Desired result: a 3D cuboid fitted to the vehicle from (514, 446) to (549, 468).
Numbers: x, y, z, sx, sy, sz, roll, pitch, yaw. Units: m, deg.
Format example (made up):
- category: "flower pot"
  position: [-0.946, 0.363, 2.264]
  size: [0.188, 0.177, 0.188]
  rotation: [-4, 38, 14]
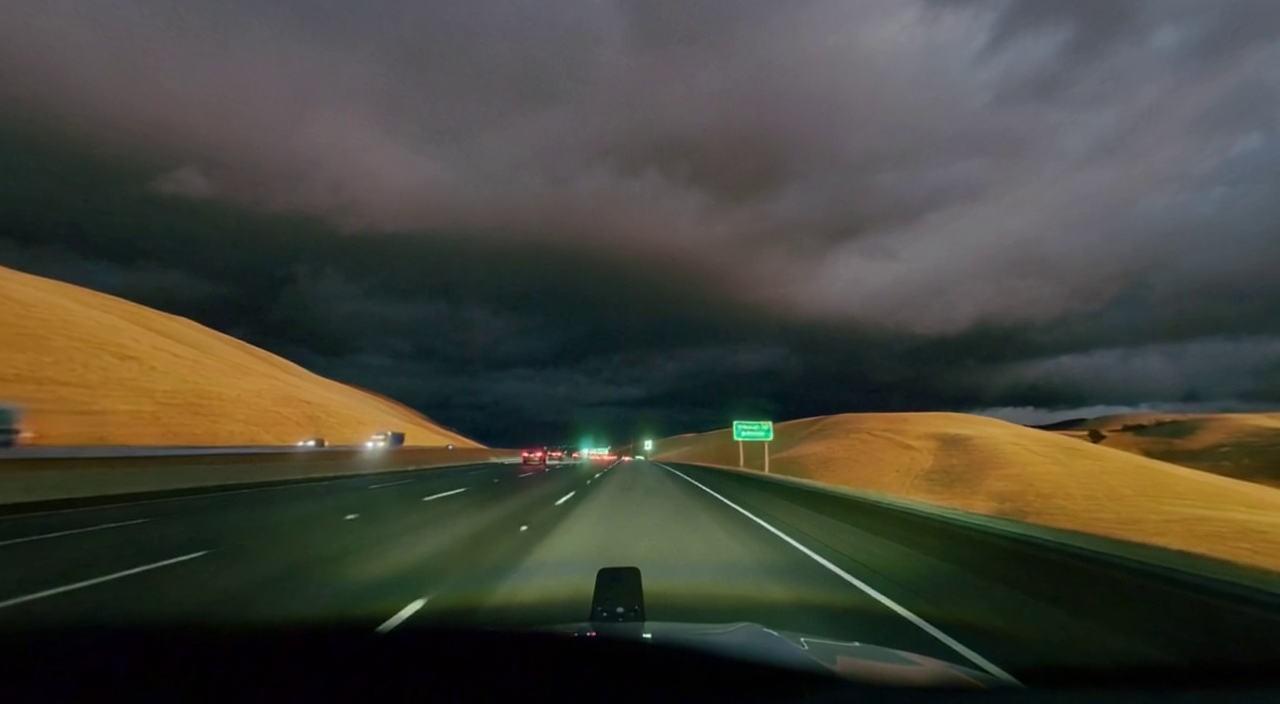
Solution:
- category: "vehicle"
  position: [-8.523, 8.274, 49.769]
  size: [2.045, 1.624, 4.338]
  rotation: [0, -9, -1]
